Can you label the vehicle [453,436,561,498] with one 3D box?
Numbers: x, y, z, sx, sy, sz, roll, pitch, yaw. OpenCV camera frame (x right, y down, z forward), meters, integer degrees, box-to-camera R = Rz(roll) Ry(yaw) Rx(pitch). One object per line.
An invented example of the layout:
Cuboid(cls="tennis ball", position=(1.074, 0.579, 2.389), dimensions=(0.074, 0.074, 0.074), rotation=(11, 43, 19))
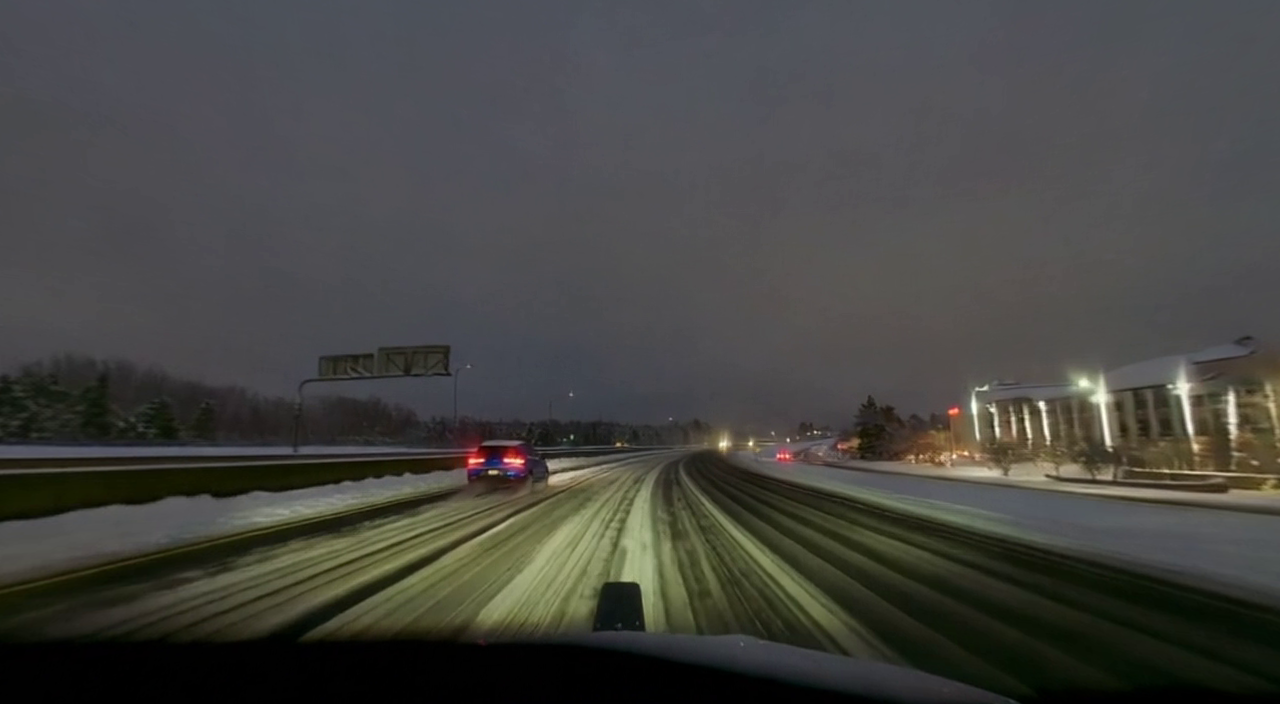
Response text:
Cuboid(cls="vehicle", position=(-3.744, 3.339, 18.781), dimensions=(2.087, 1.566, 4.756), rotation=(0, -9, 2))
